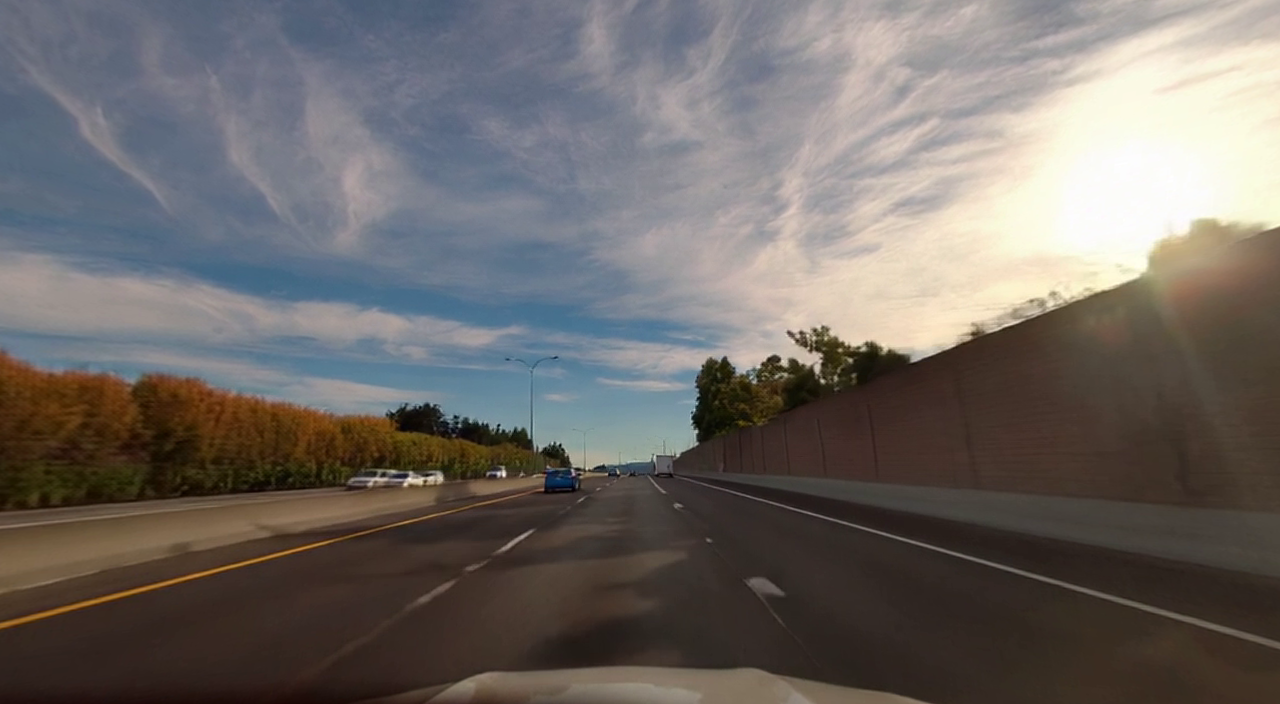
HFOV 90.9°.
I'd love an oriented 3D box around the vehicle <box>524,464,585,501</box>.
[{"bbox_3d":[-3.735,5.808,28.339,2.045,1.487,4.582,1,-10,1],"label":"vehicle"}]
